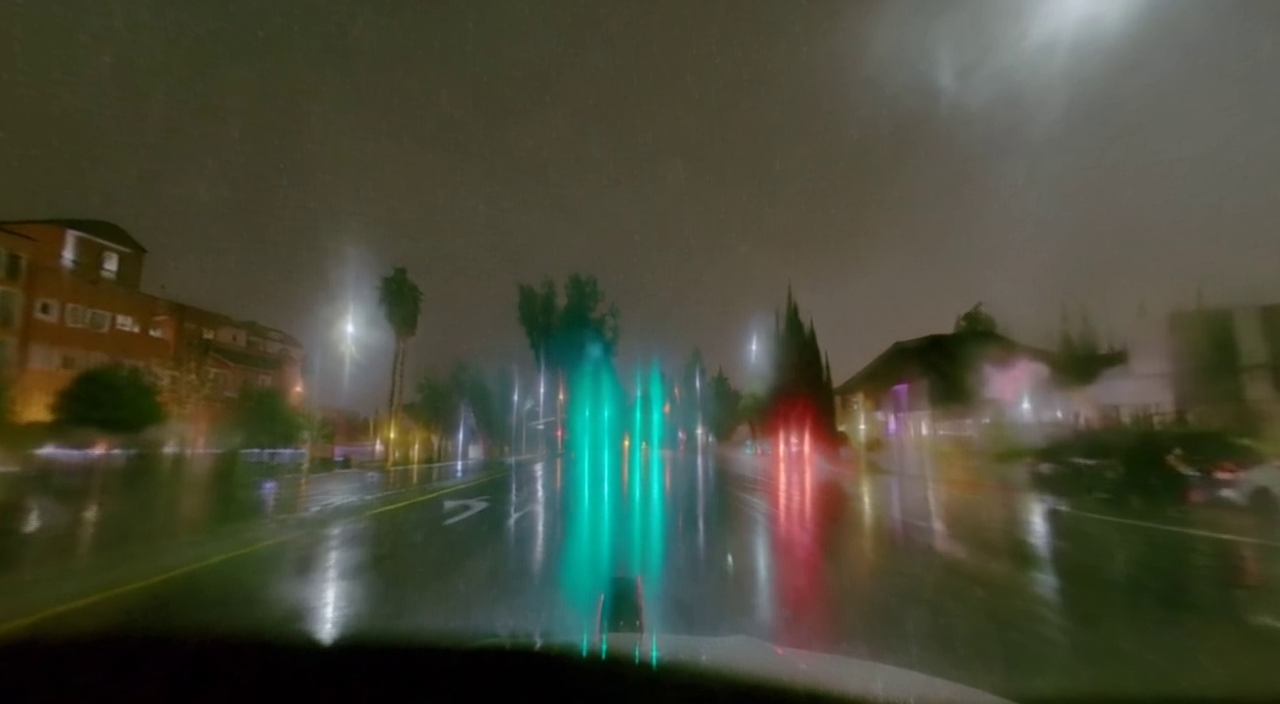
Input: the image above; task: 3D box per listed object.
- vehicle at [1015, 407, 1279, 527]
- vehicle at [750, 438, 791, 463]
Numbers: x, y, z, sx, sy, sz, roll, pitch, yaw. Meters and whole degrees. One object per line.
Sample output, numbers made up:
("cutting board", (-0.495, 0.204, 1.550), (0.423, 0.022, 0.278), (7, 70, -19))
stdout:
("vehicle", (9.957, 2.157, 12.349), (2.092, 1.848, 4.879), (0, -9, -2))
("vehicle", (9.595, 7.274, 46.686), (2.044, 1.705, 4.668), (0, -8, 1))
